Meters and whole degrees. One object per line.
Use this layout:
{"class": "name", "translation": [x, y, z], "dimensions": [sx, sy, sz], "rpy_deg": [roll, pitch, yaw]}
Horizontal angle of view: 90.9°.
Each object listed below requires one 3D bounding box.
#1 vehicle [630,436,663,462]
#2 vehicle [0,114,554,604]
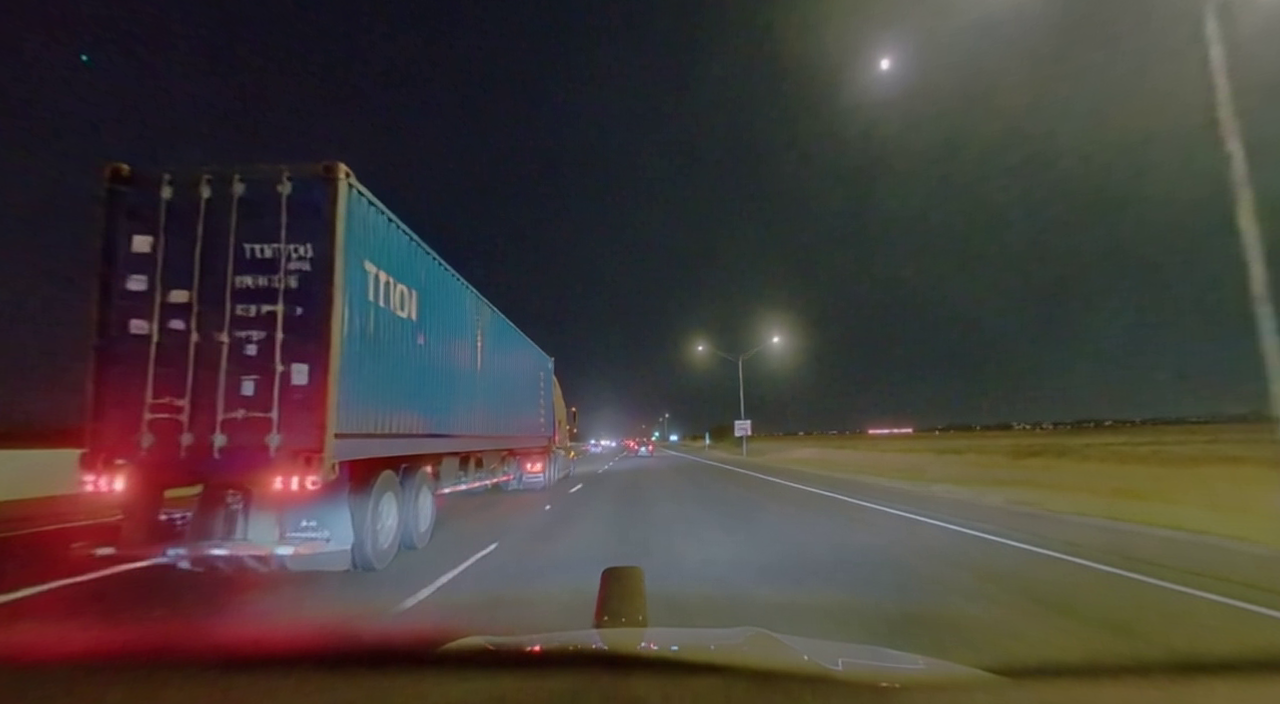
{"class": "vehicle", "translation": [0.411, 6.718, 43.706], "dimensions": [2.136, 1.718, 4.157], "rpy_deg": [0, -8, 0]}
{"class": "vehicle", "translation": [-4.027, 0.915, 11.781], "dimensions": [2.840, 4.032, 13.388], "rpy_deg": [0, -8, 0]}
